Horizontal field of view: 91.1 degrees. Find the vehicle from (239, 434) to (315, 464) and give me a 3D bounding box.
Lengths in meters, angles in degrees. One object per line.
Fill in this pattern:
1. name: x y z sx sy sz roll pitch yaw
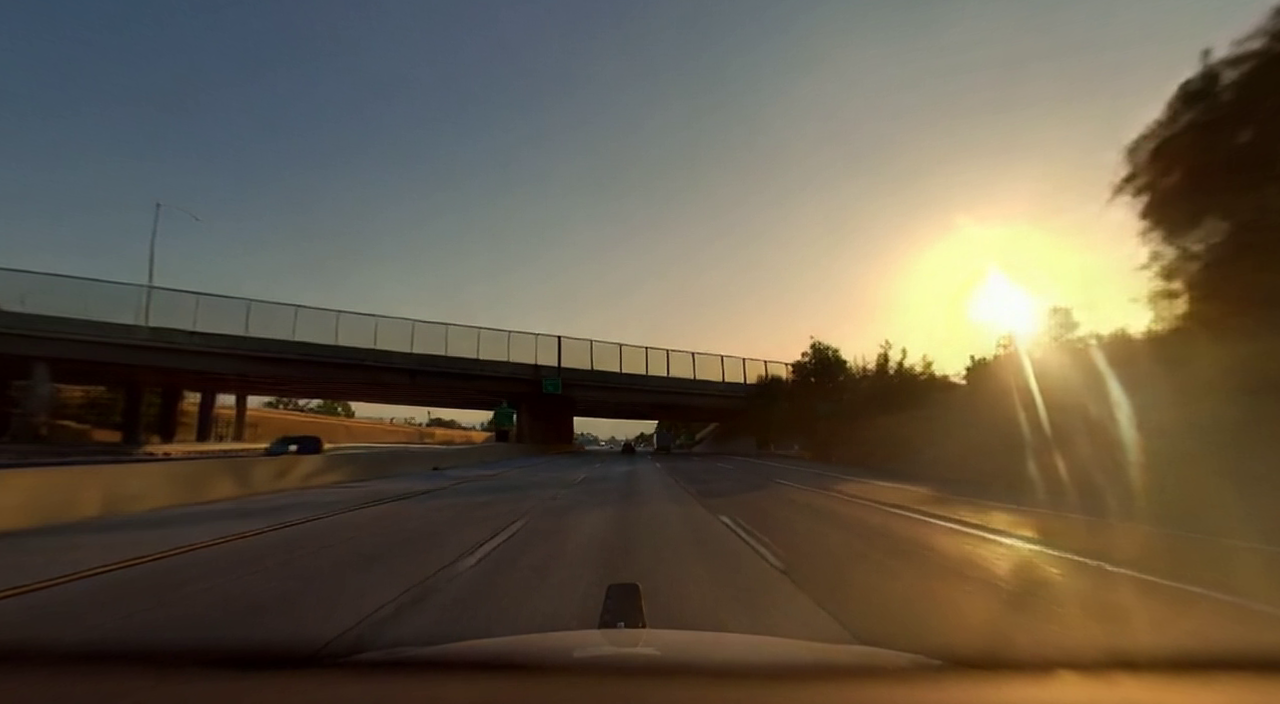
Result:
1. vehicle: -21.999 5.902 38.309 1.903 1.664 4.502 0 -8 0
